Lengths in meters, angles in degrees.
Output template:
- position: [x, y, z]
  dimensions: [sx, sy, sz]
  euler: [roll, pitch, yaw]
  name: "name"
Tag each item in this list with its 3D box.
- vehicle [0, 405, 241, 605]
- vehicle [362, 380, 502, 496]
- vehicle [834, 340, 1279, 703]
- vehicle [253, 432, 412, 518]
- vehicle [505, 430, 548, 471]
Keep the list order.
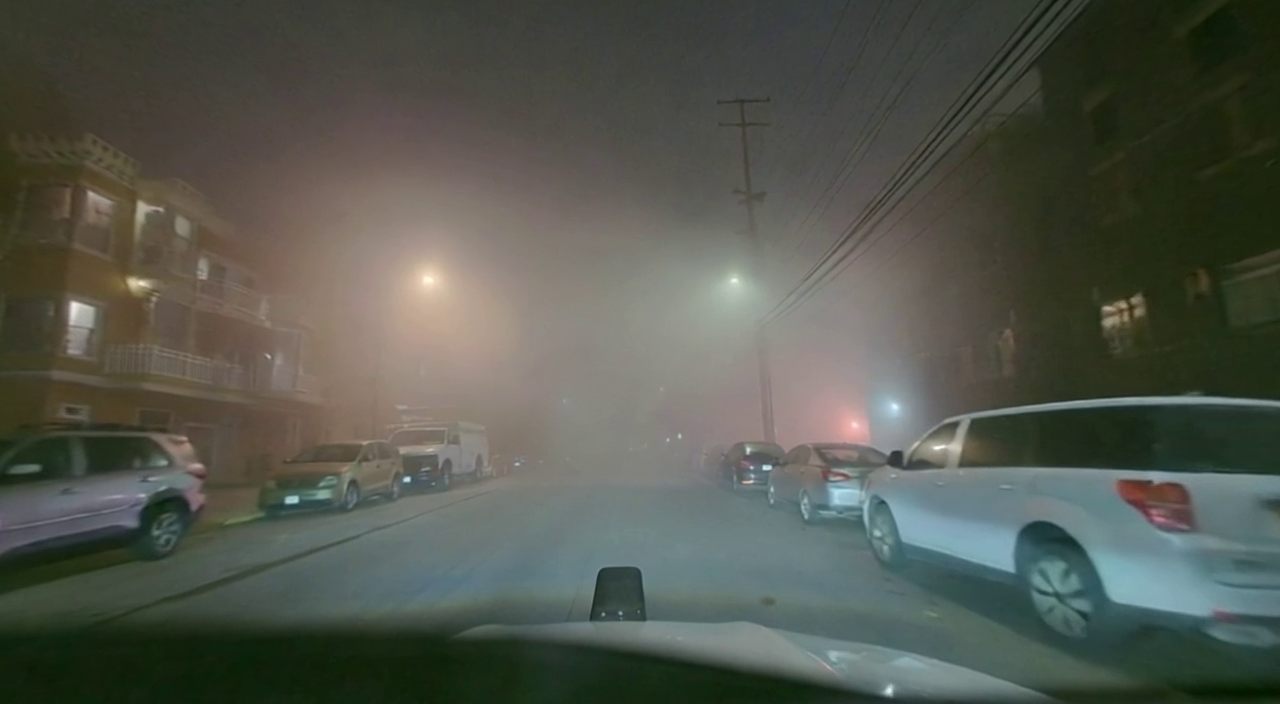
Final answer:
- position: [-7.579, 1.708, 7.537]
  dimensions: [2.209, 2.003, 5.270]
  euler: [0, -8, -1]
  name: "vehicle"
- position: [-7.532, 3.307, 23.951]
  dimensions: [2.901, 3.610, 6.707]
  euler: [-3, -9, 1]
  name: "vehicle"
- position: [3.667, 1.228, 5.467]
  dimensions: [2.185, 1.888, 4.724]
  euler: [0, -9, -4]
  name: "vehicle"
- position: [-7.726, 3.122, 16.469]
  dimensions: [1.955, 1.804, 4.523]
  euler: [-3, -9, -1]
  name: "vehicle"
- position: [-7.207, 6.281, 40.456]
  dimensions: [1.889, 2.463, 4.142]
  euler: [0, -9, 1]
  name: "vehicle"
